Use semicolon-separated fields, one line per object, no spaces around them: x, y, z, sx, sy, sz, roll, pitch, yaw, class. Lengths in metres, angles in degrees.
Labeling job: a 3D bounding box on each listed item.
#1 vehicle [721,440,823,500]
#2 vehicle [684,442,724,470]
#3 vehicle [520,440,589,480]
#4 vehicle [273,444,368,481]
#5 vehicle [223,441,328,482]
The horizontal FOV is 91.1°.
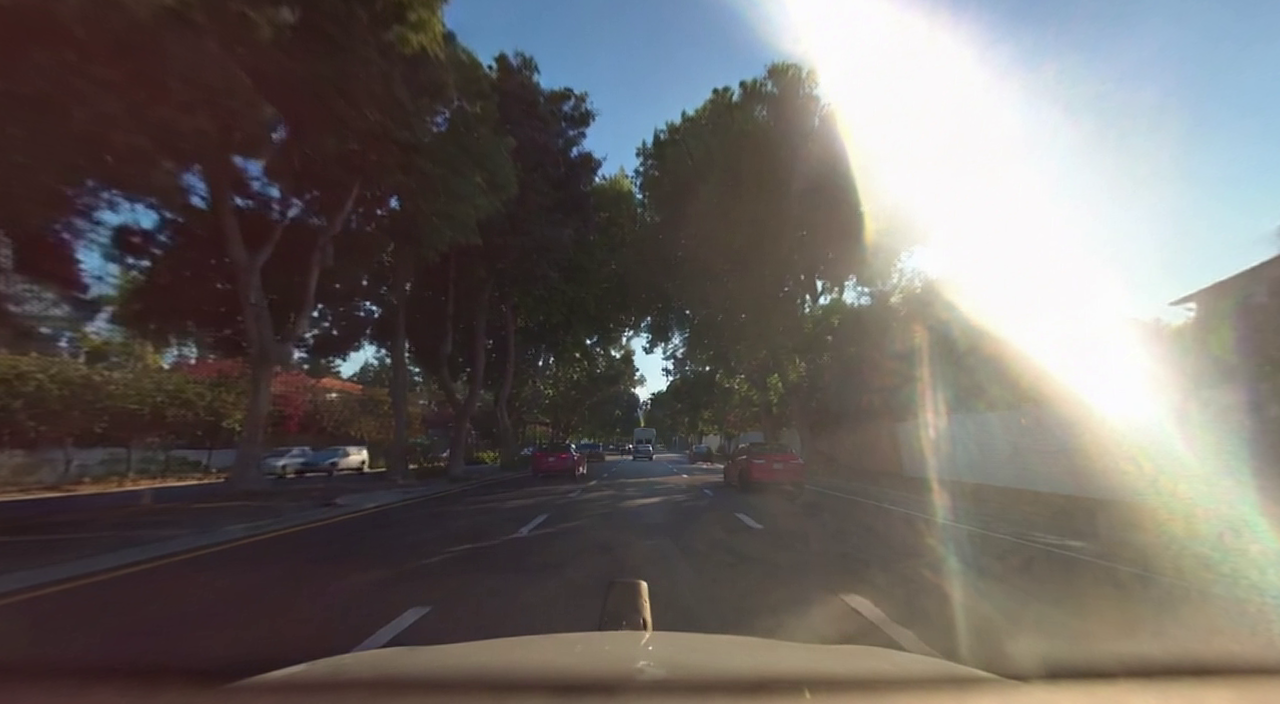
3.580;3.271;17.827;1.945;1.469;4.258;0;-8;0;vehicle
3.847;6.295;38.204;1.905;1.520;4.340;1;-8;-1;vehicle
-3.340;4.312;25.423;2.036;1.474;4.647;0;-8;1;vehicle
-13.803;4.765;27.453;1.816;1.484;4.356;0;-8;0;vehicle
-17.647;5.293;30.735;2.107;1.796;5.011;0;-8;0;vehicle
